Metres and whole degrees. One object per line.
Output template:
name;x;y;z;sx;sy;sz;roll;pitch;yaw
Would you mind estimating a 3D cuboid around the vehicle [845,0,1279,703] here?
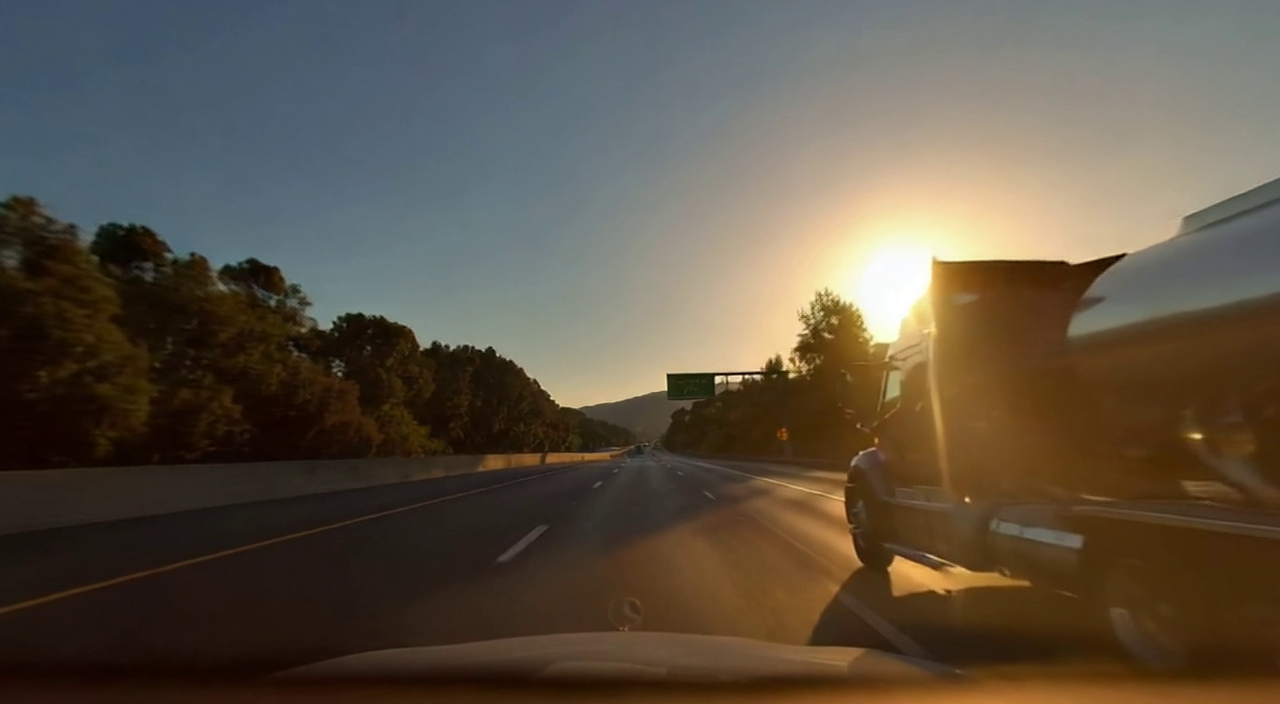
vehicle;3.816;-0.002;2.747;3.034;3.651;8.256;0;-9;0
